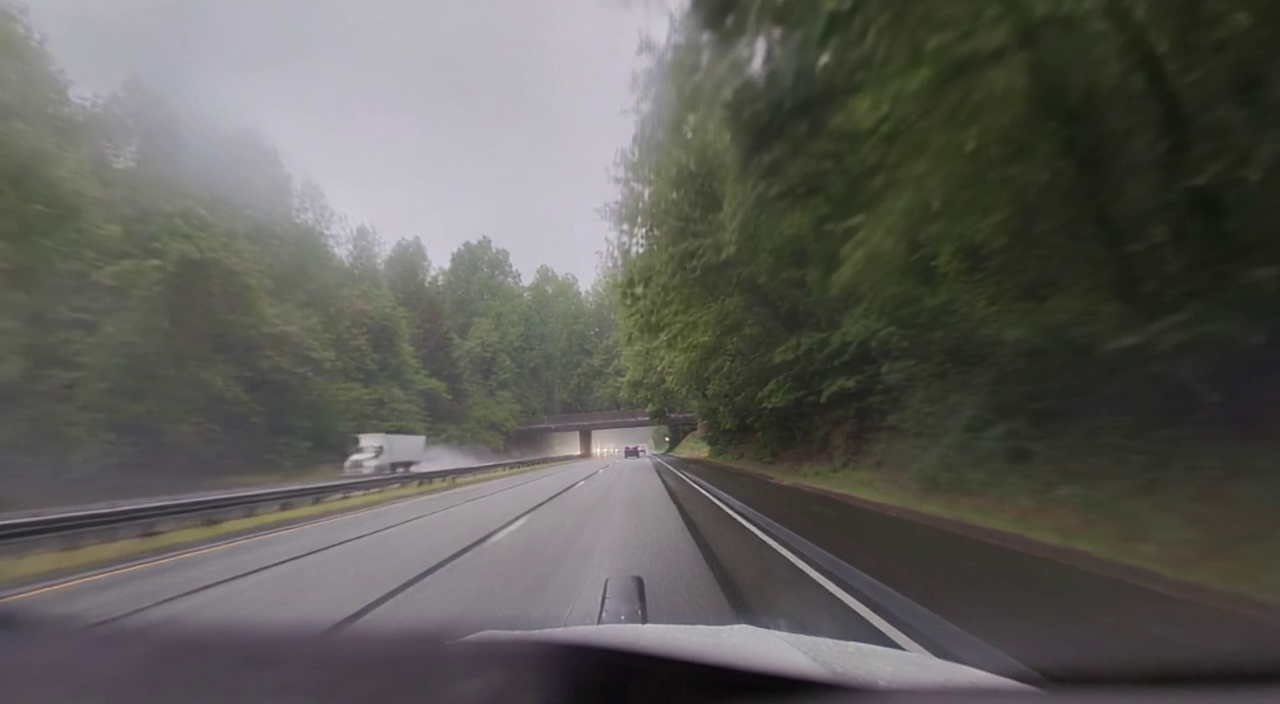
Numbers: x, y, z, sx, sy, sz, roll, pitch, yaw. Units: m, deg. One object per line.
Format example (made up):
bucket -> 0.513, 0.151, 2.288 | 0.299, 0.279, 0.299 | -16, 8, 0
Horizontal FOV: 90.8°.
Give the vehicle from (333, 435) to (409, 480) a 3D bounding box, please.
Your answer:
vehicle -> -17.012, 6.667, 40.282 | 2.243, 2.618, 5.756 | 0, -9, 0
